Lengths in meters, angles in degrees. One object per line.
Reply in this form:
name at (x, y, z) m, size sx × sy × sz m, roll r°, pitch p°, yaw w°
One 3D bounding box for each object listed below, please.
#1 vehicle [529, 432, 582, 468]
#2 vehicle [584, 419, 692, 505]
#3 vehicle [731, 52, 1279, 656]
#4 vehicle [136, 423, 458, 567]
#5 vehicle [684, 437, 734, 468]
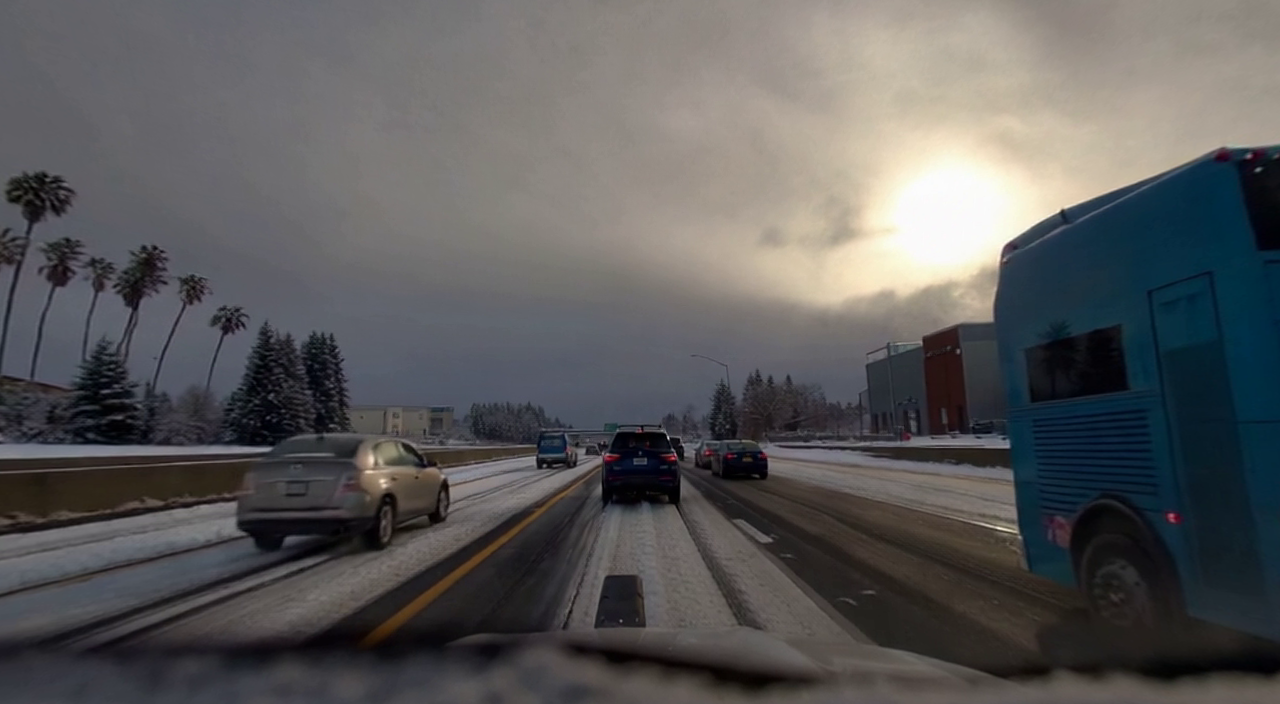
vehicle at (-4.475, 5.279, 33.958) m, size 2.100 × 1.765 × 4.743 m, roll 0°, pitch -9°, yaw 1°
vehicle at (-0.009, 2.640, 15.454) m, size 2.268 × 1.796 × 4.280 m, roll 0°, pitch -9°, yaw 1°
vehicle at (4.007, 0.964, 10.804) m, size 3.020 × 3.622 × 14.302 m, roll 0°, pitch -9°, yaw 1°
vehicle at (-4.386, 1.901, 9.185) m, size 2.040 × 1.536 × 4.680 m, roll 0°, pitch -9°, yaw 0°
vehicle at (3.561, 5.326, 33.392) m, size 2.039 × 1.516 × 4.521 m, roll 0°, pitch -9°, yaw -2°
